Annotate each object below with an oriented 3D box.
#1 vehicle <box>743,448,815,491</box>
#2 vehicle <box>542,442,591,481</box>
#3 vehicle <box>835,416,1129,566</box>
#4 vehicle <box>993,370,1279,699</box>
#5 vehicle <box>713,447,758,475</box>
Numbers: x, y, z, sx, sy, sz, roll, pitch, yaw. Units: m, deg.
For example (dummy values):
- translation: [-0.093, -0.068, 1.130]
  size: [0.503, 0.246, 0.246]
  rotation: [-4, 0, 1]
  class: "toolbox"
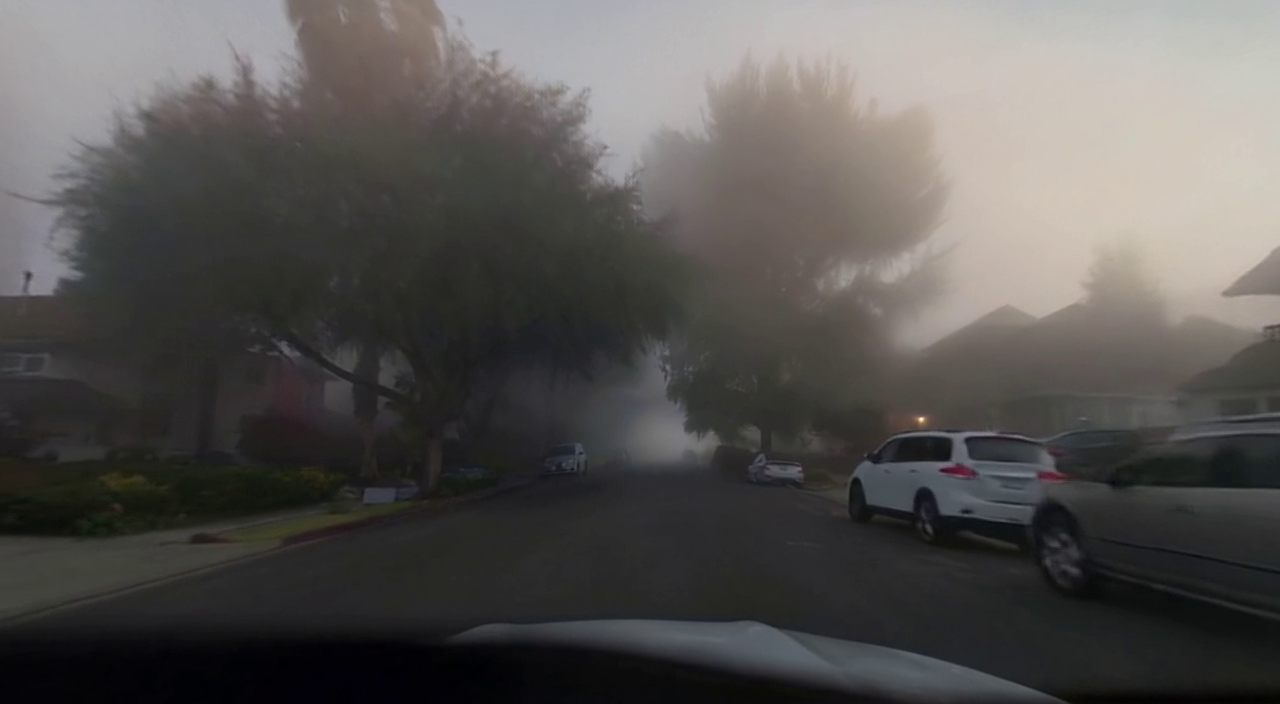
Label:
- translation: [5.475, 4.665, 25.419]
  size: [2.056, 1.464, 4.493]
  rotation: [2, -9, 2]
  class: "vehicle"
- translation: [-3.900, 5.890, 34.292]
  size: [2.149, 1.877, 5.082]
  rotation: [-2, -9, -1]
  class: "vehicle"
- translation: [5.124, 2.160, 10.644]
  size: [2.131, 1.824, 5.229]
  rotation: [1, -9, 1]
  class: "vehicle"
- translation: [4.590, 1.110, 3.829]
  size: [2.166, 1.766, 5.186]
  rotation: [3, -9, 3]
  class: "vehicle"
- translation: [5.633, 6.472, 37.761]
  size: [1.991, 1.554, 4.501]
  rotation: [0, -9, 0]
  class: "vehicle"
